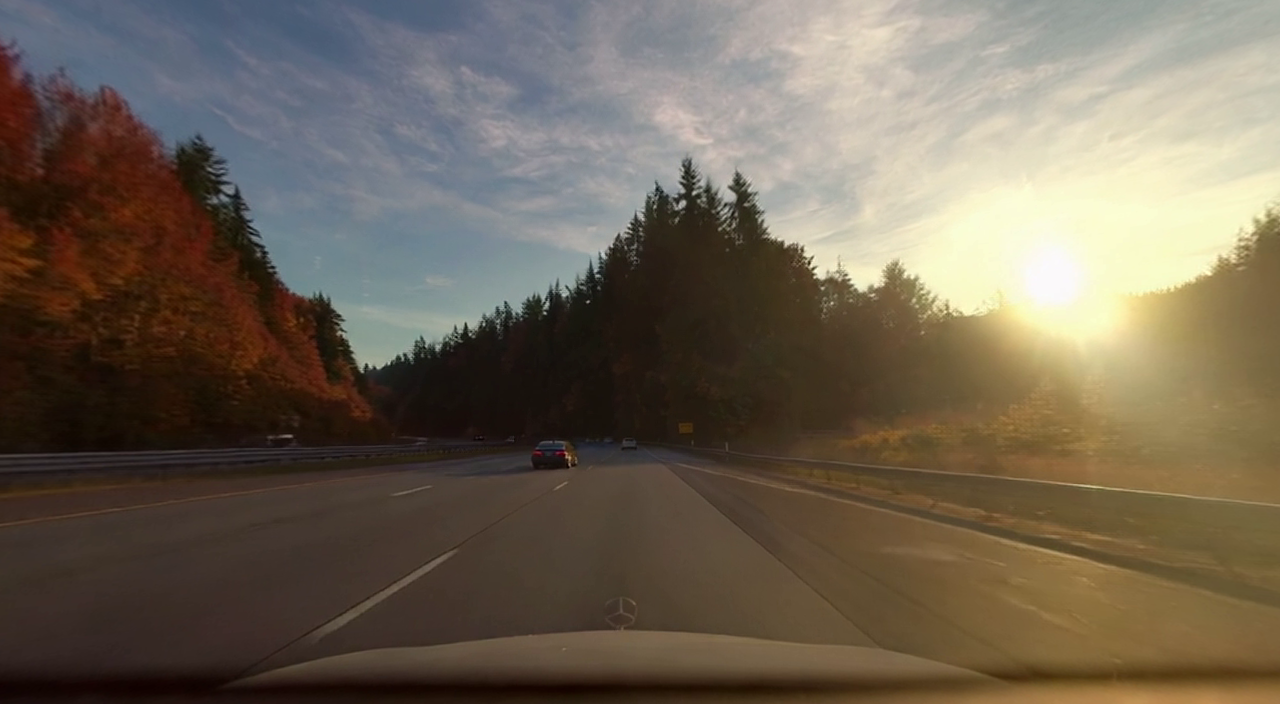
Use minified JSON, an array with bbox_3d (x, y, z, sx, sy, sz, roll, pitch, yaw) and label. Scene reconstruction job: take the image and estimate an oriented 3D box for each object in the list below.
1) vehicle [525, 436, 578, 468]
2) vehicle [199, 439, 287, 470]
[{"bbox_3d":[-4.403,5.052,31.980,2.004,1.497,4.260,0,-8,1],"label":"vehicle"},{"bbox_3d":[-21.074,5.411,33.607,1.840,1.499,4.295,0,-8,1],"label":"vehicle"}]
